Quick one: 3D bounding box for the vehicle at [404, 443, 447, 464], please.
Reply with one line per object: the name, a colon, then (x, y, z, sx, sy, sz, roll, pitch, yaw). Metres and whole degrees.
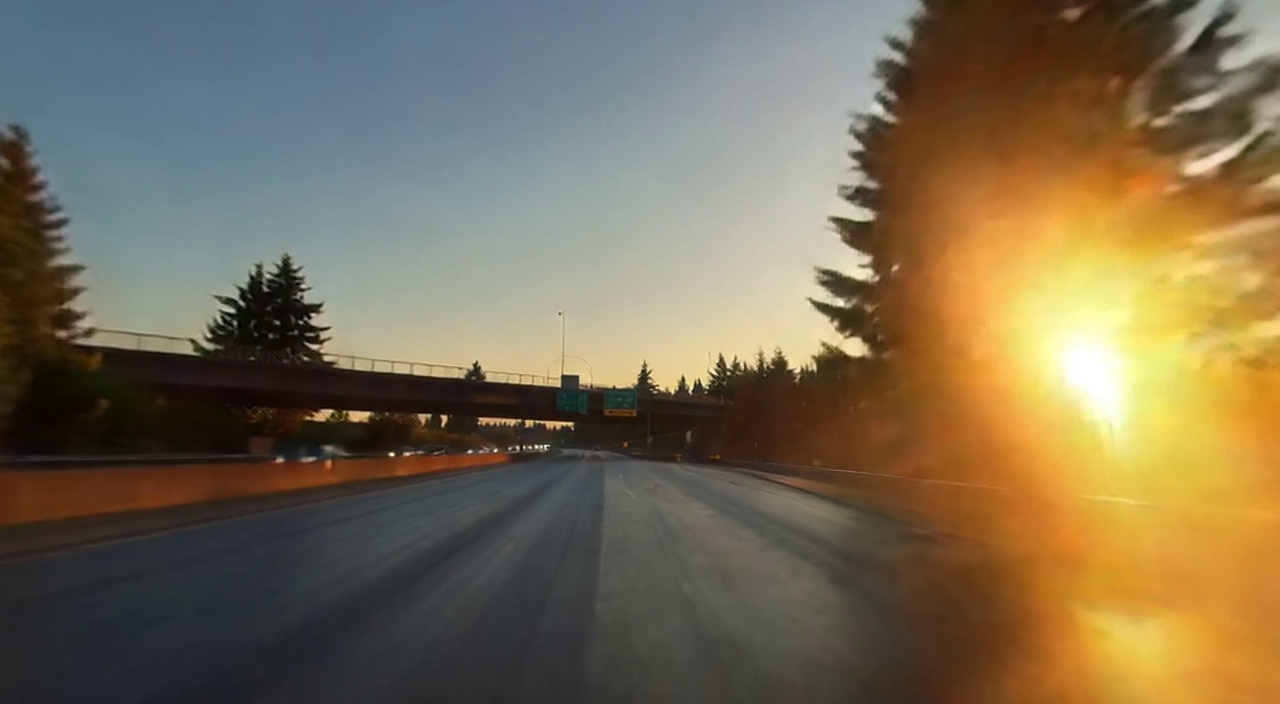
vehicle: (-16.545, 7.852, 48.524, 1.916, 1.524, 4.522, 0, -9, -3)

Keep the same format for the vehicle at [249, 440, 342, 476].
vehicle: (-15.383, 4.754, 28.276, 1.853, 1.463, 4.476, 0, -9, -3)
